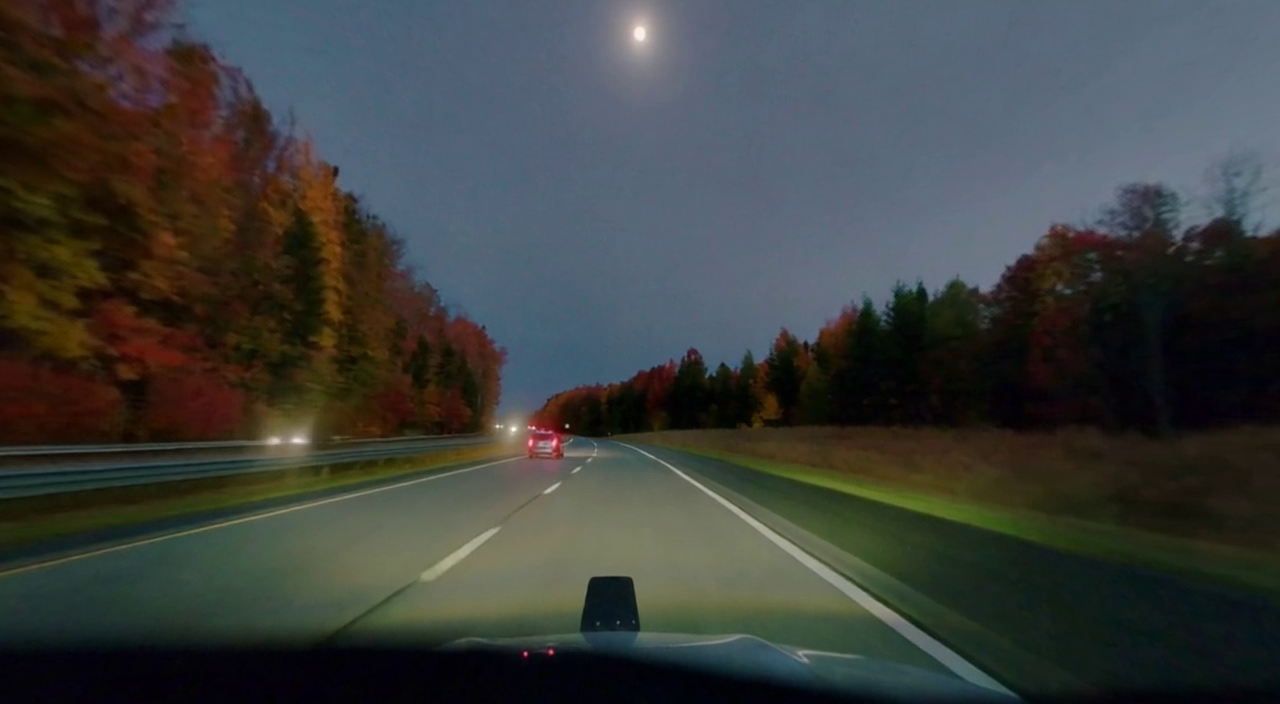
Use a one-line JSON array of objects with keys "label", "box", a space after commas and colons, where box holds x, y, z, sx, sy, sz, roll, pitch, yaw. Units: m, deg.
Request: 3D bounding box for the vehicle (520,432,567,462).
[{"label": "vehicle", "box": [-5.318, 5.282, 35.223, 2.073, 1.559, 4.393, 0, -8, -2]}]
